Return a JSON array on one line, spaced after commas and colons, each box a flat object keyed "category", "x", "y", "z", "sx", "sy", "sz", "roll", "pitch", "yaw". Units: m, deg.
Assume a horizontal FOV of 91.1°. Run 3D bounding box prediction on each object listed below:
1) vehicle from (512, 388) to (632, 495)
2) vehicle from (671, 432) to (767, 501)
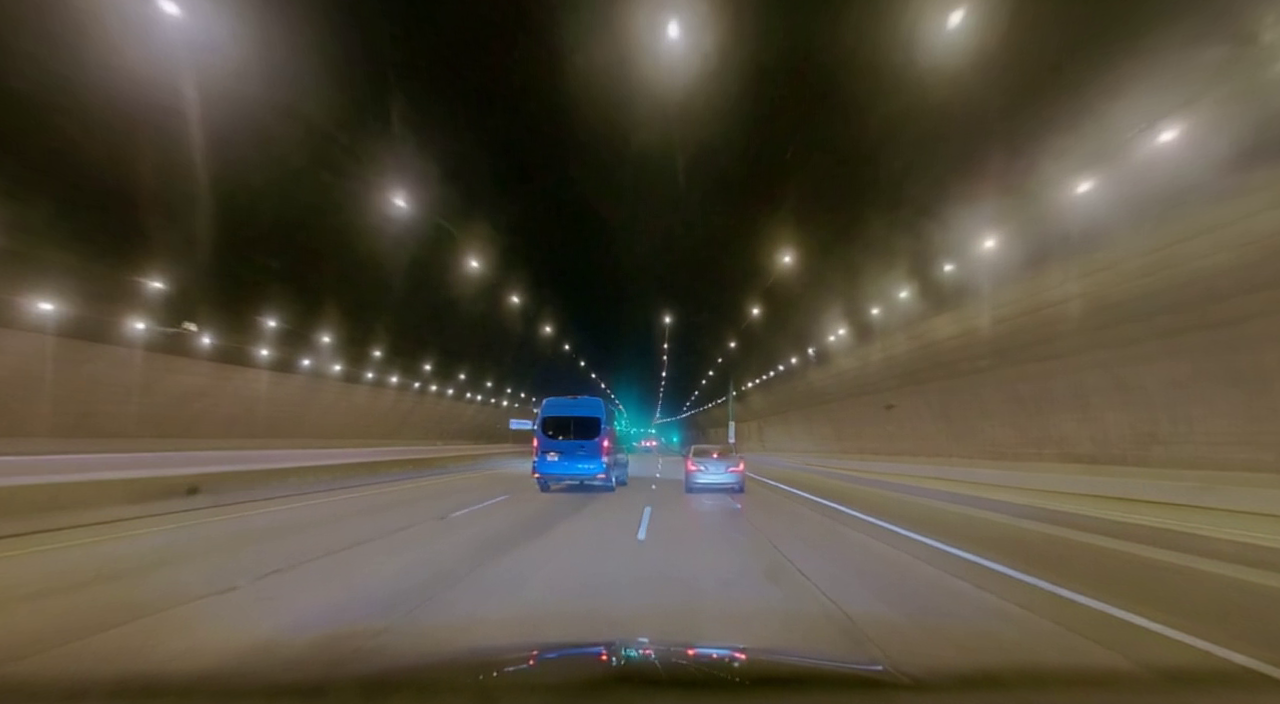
[{"category": "vehicle", "x": -1.618, "y": 2.431, "z": 17.228, "sx": 2.404, "sy": 2.459, "sz": 5.229, "roll": -1, "pitch": -8, "yaw": 3}, {"category": "vehicle", "x": 1.890, "y": 2.890, "z": 16.405, "sx": 2.095, "sy": 1.553, "sz": 4.069, "roll": -1, "pitch": -8, "yaw": 2}]
